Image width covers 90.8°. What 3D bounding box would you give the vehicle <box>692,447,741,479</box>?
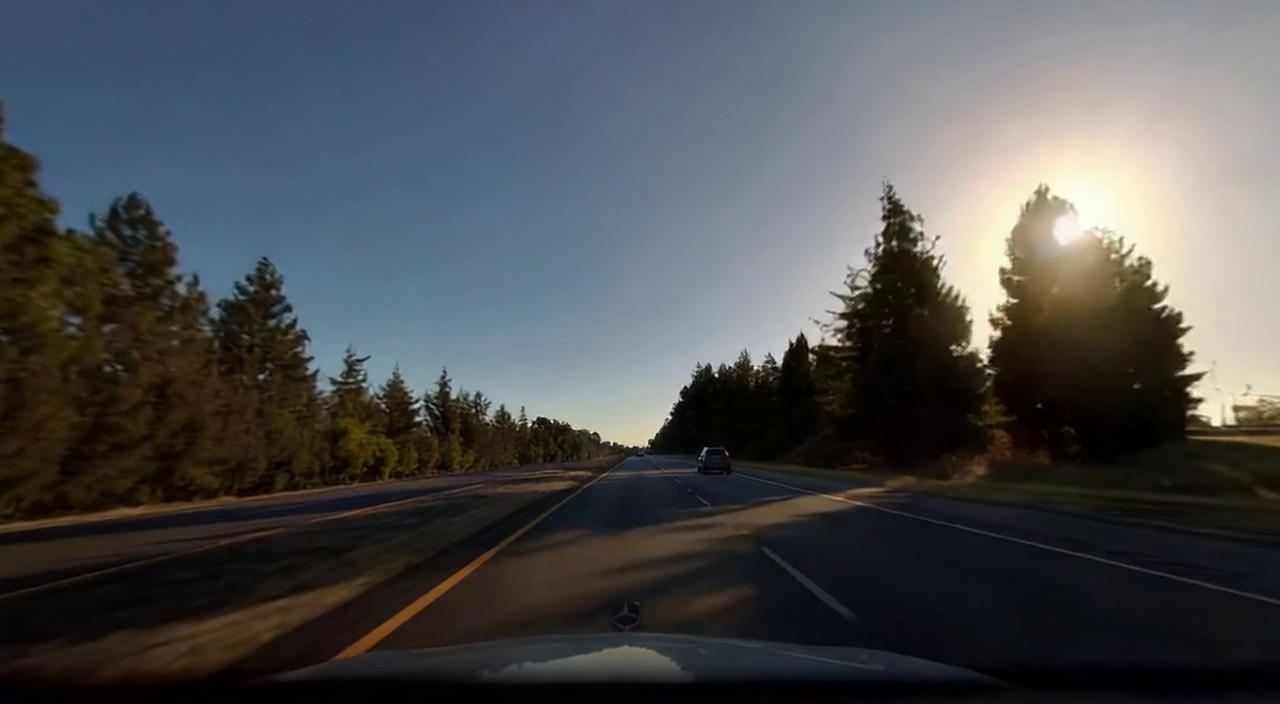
[{"bbox_3d":[4.028,5.906,33.866,2.013,1.584,3.995,0,-9,-1],"label":"vehicle"}]
